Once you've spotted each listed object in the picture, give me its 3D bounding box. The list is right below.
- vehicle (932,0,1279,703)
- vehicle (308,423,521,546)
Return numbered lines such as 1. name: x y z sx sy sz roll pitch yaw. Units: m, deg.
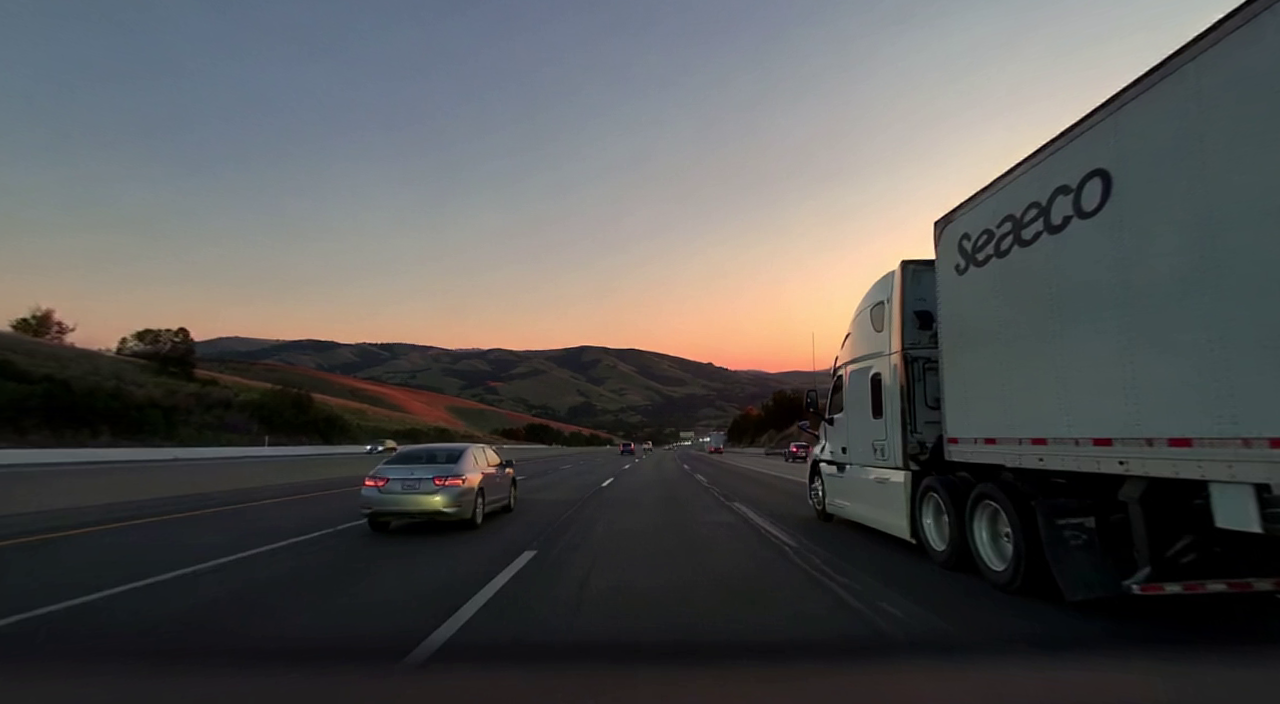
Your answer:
1. vehicle: 3.990 -0.276 1.067 2.760 3.903 9.022 0 -8 1
2. vehicle: -3.391 2.066 10.395 1.967 1.615 3.886 0 -8 2
